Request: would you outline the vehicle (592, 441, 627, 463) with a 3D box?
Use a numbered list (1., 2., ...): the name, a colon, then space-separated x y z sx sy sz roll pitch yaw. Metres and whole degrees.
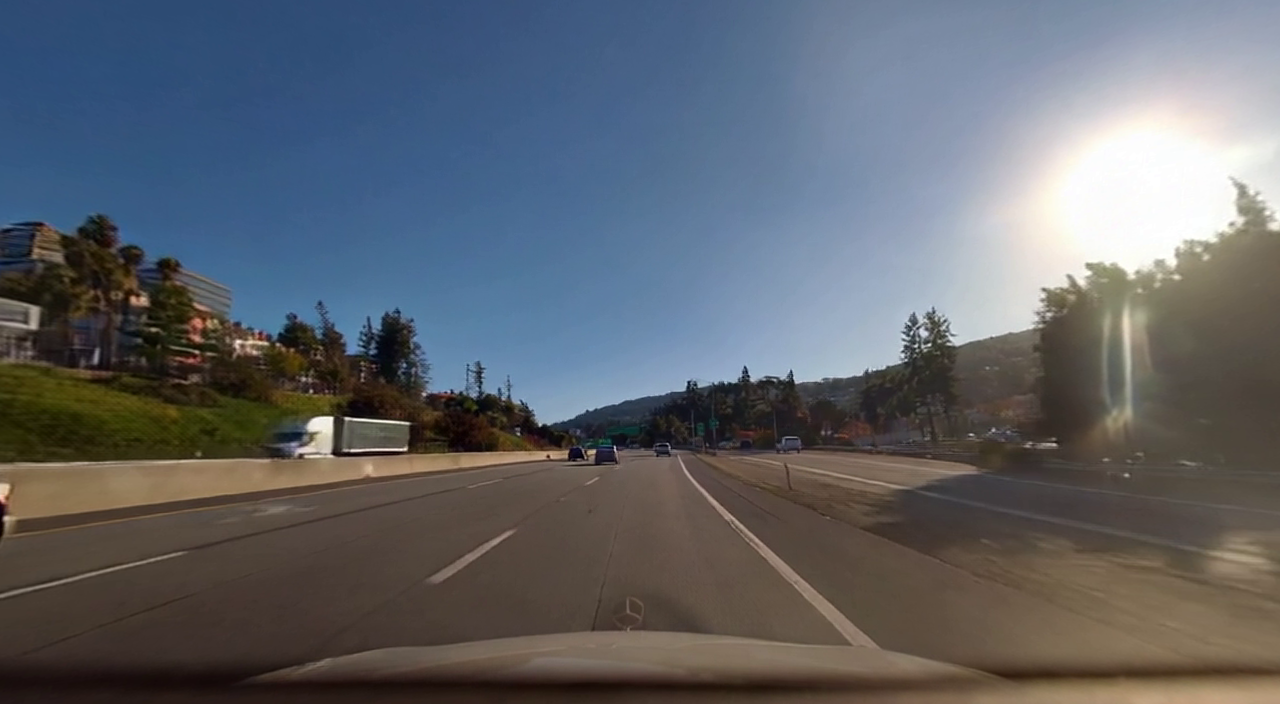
1. vehicle: -2.128 7.190 45.569 2.112 1.489 4.266 -1 -8 3
